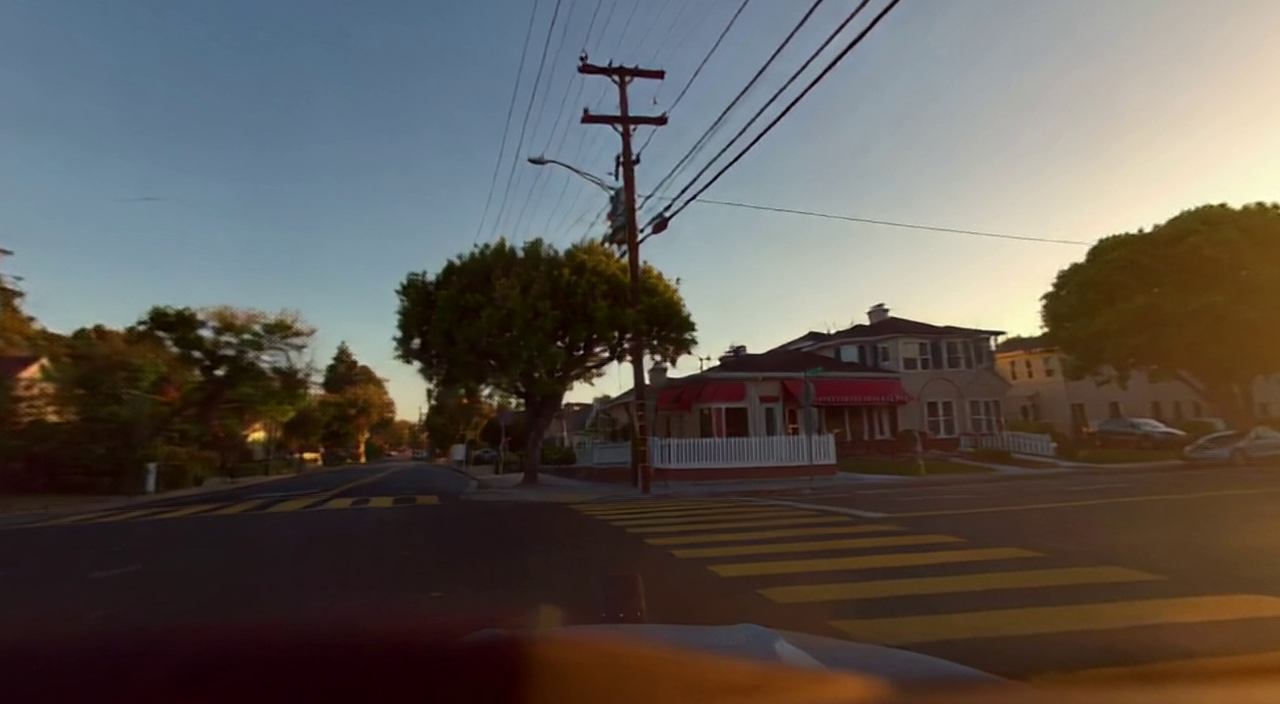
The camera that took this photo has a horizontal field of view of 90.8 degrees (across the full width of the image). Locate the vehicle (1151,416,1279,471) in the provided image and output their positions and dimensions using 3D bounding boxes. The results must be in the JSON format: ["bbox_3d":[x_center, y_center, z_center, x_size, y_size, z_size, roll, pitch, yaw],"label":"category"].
[{"bbox_3d":[20.708,3.222,22.175,4.509,1.775,1.975,3,-9,-17],"label":"vehicle"}]

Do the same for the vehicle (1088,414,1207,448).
[{"bbox_3d":[27.408,4.355,34.308,2.033,1.725,4.492,3,-9,-22],"label":"vehicle"}]
